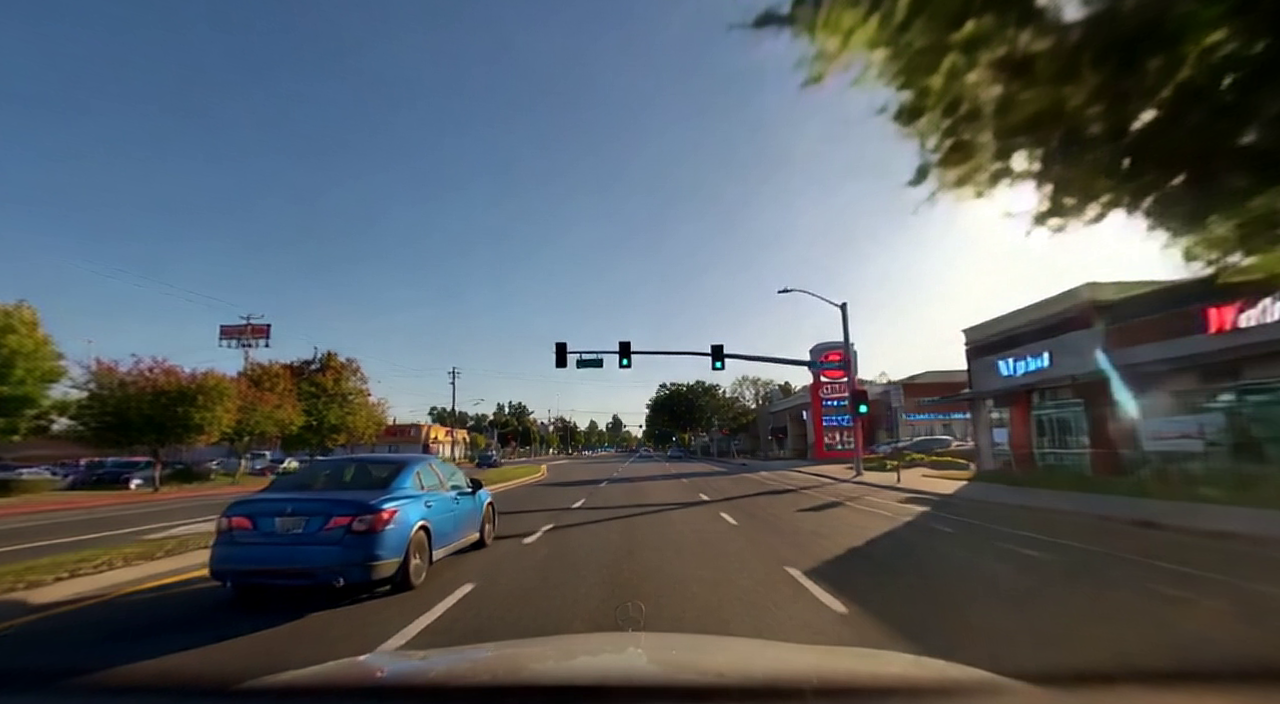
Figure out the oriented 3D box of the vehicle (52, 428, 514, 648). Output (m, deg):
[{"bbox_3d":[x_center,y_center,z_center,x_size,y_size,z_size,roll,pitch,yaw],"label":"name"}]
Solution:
[{"bbox_3d":[-2.886,1.600,6.632,2.082,1.460,4.636,0,-8,1],"label":"vehicle"}]
